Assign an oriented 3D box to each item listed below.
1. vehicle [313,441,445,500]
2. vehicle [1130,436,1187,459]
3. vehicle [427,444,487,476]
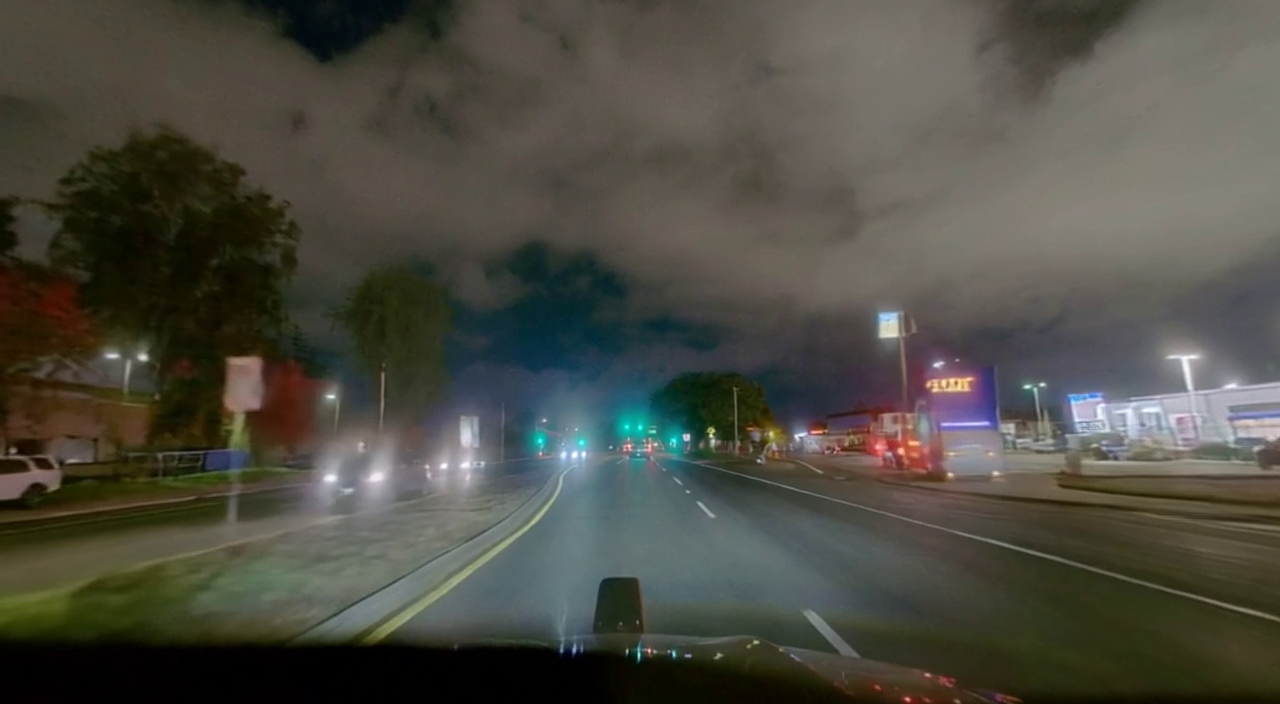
[{"bbox_3d":[-7.416,3.404,18.541,1.999,1.478,4.441,-1,-9,0],"label":"vehicle"},{"bbox_3d":[38.424,7.084,46.894,1.825,1.627,4.293,-4,-9,20],"label":"vehicle"},{"bbox_3d":[-11.016,6.514,38.353,2.112,1.809,4.921,-1,-9,1],"label":"vehicle"}]
